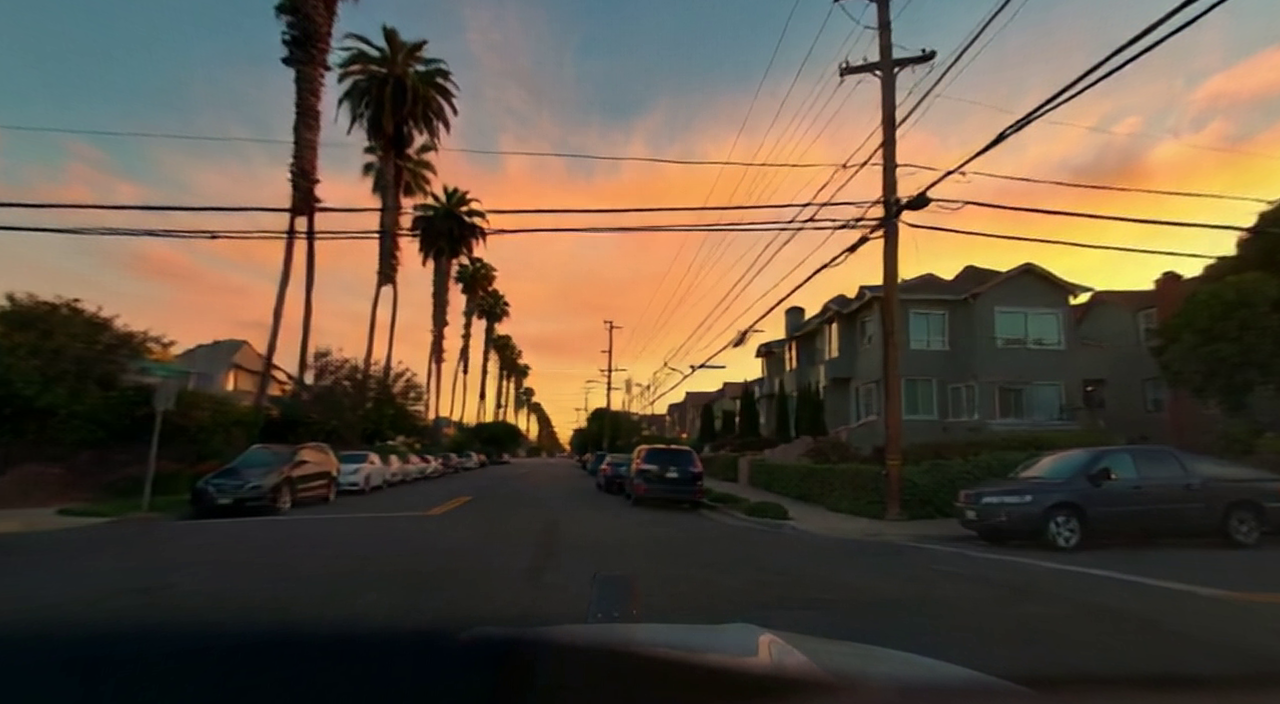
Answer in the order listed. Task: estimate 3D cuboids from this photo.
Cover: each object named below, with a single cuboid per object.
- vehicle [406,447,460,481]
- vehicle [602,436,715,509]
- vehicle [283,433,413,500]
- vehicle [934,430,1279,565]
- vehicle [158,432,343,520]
[{"bbox_3d":[-12.305,6.681,37.874,2.178,1.865,4.658,1,-9,-8],"label":"vehicle"},{"bbox_3d":[0.347,3.618,19.646,2.505,1.895,5.805,2,-9,-8],"label":"vehicle"},{"bbox_3d":[-9.775,3.862,21.860,2.301,1.939,6.143,1,-9,-8],"label":"vehicle"},{"bbox_3d":[8.880,2.477,11.522,5.971,1.967,2.385,0,-9,-11],"label":"vehicle"},{"bbox_3d":[-8.849,2.818,14.940,2.198,1.724,4.493,2,-9,-11],"label":"vehicle"}]
